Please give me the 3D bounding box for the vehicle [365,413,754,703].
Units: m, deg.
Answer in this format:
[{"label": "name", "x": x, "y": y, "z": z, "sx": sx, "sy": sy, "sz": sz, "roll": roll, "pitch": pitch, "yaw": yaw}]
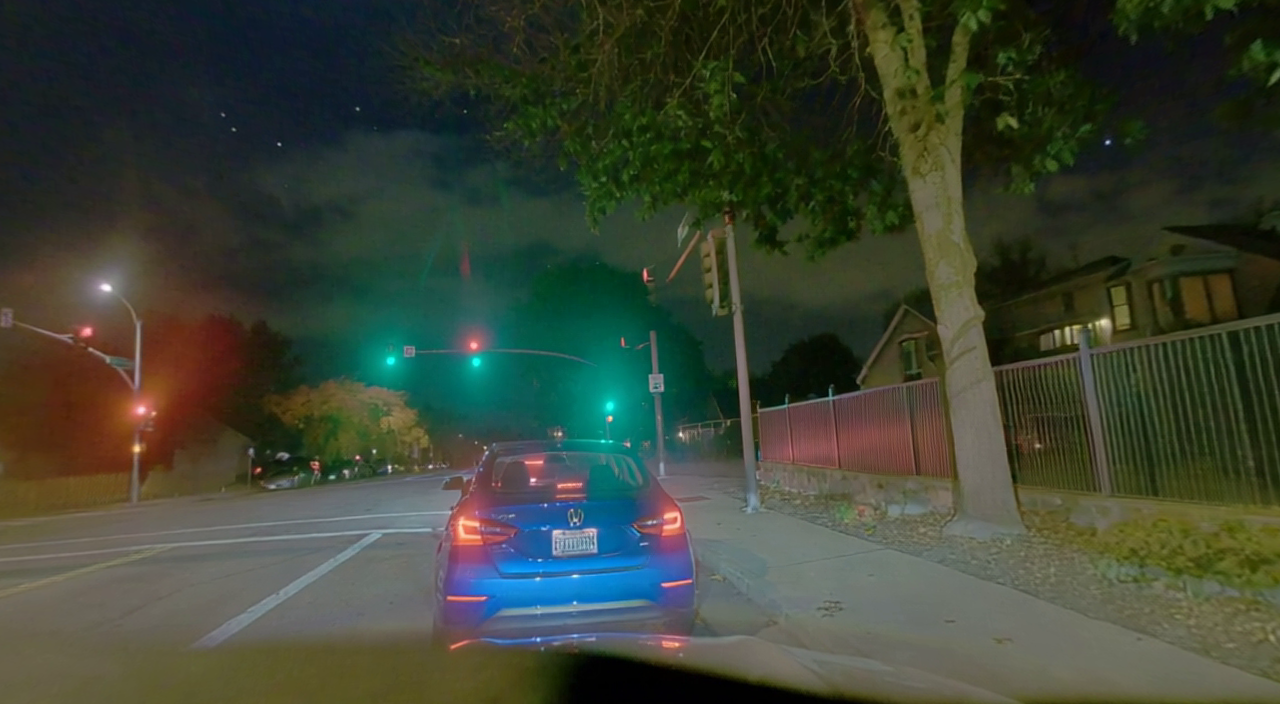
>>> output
[{"label": "vehicle", "x": -0.665, "y": 1.359, "z": 5.229, "sx": 2.024, "sy": 1.502, "sz": 3.702, "roll": 1, "pitch": -9, "yaw": -9}]
